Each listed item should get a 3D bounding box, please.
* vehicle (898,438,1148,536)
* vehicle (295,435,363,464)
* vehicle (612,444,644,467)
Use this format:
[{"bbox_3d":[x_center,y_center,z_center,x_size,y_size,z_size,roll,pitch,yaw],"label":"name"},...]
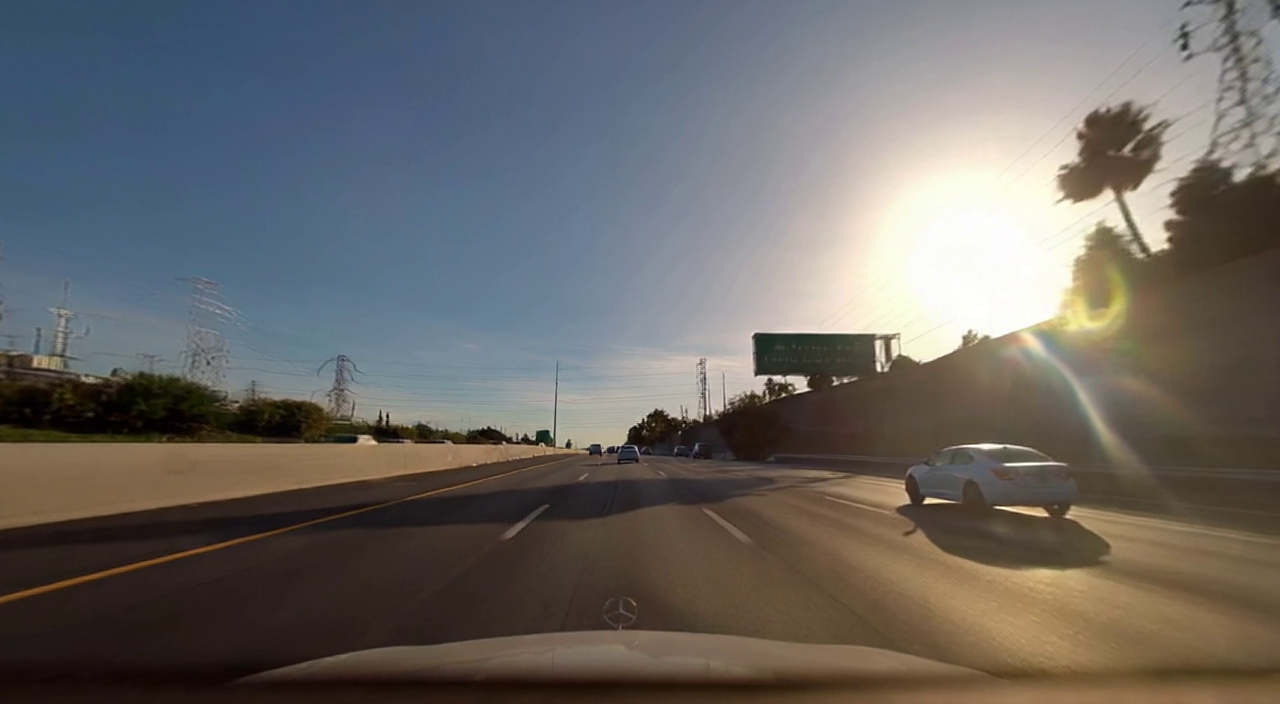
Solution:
[{"bbox_3d":[6.609,2.338,11.608,1.876,1.451,4.154,0,-9,-2],"label":"vehicle"},{"bbox_3d":[-20.780,6.559,42.512,2.054,1.797,4.946,0,-9,0],"label":"vehicle"},{"bbox_3d":[-0.848,7.110,43.567,2.109,1.489,4.027,0,-9,-2],"label":"vehicle"}]
